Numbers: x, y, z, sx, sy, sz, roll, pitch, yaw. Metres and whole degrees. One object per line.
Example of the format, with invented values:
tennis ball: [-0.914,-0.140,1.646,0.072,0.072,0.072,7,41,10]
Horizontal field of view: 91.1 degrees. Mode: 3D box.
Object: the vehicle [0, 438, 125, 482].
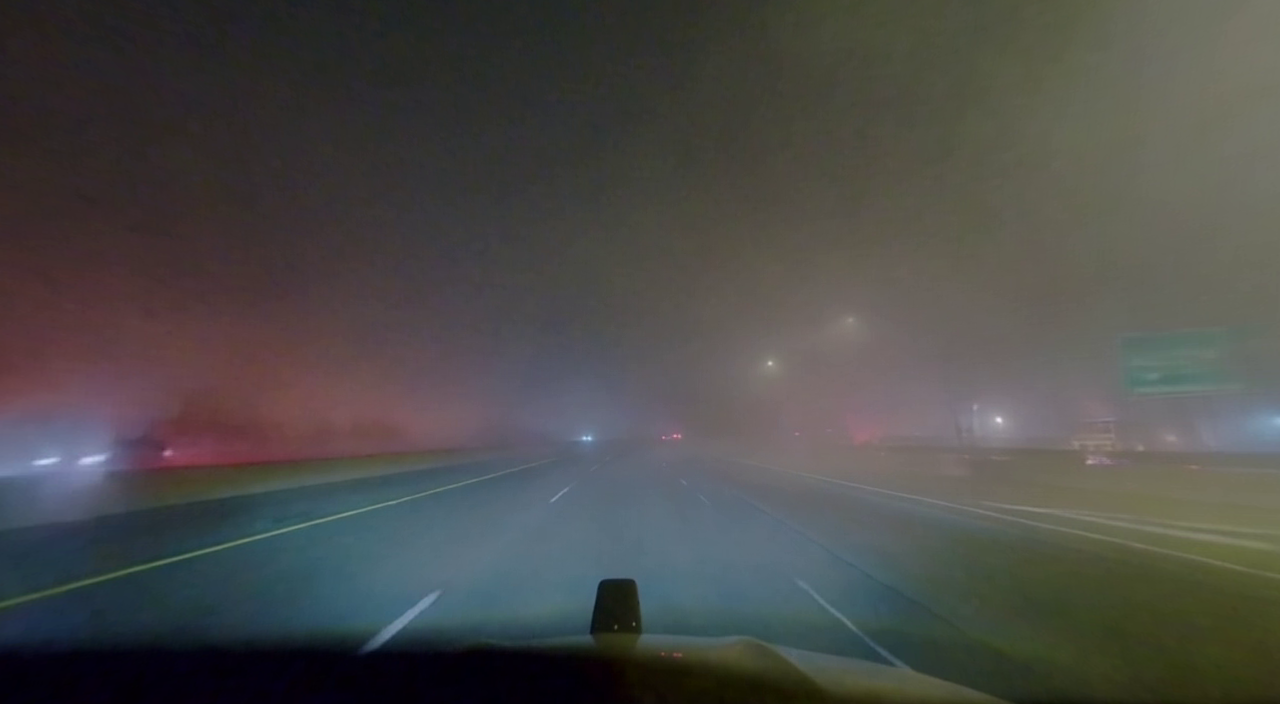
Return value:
vehicle: [-22.327,4.024,23.884,1.820,1.504,4.417,0,-8,-1]
